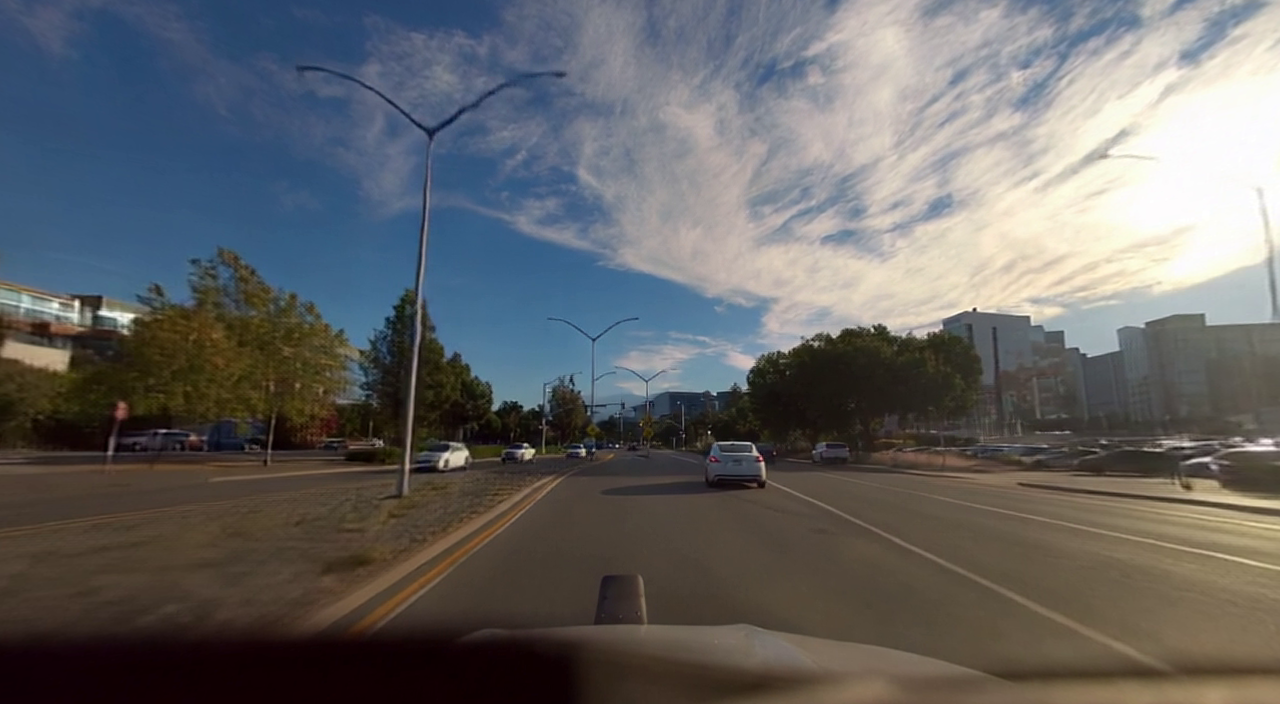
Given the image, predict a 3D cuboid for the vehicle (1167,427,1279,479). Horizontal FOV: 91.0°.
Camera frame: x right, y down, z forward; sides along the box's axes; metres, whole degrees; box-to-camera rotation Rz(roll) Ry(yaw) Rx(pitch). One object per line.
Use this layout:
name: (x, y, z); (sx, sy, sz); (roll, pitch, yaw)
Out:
vehicle: (26.534, 4.419, 27.564); (5.111, 2.085, 2.461); (2, -9, -12)

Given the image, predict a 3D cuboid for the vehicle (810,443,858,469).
vehicle: (11.955, 6.441, 39.065); (1.928, 1.488, 4.361); (-1, -8, 5)

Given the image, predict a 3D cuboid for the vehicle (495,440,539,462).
vehicle: (-9.562, 7.740, 49.297); (1.990, 1.581, 4.706); (-1, -9, 6)

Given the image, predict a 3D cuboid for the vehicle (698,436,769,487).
vehicle: (3.221, 3.867, 22.542); (2.145, 1.603, 4.369); (0, -8, 4)

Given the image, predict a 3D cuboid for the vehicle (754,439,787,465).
vehicle: (9.693, 7.427, 46.915); (1.976, 1.796, 4.159); (-1, -8, 6)

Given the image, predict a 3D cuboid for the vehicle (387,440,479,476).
vehicle: (-8.809, 4.554, 27.222); (2.089, 1.400, 4.467); (-1, -8, 6)

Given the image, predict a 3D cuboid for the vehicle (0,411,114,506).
vehicle: (-13.437, 2.086, 12.378); (1.951, 1.829, 4.648); (0, -8, 3)

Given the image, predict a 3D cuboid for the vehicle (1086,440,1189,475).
vehicle: (27.771, 5.835, 35.155); (4.719, 1.851, 1.920); (2, -8, -14)
